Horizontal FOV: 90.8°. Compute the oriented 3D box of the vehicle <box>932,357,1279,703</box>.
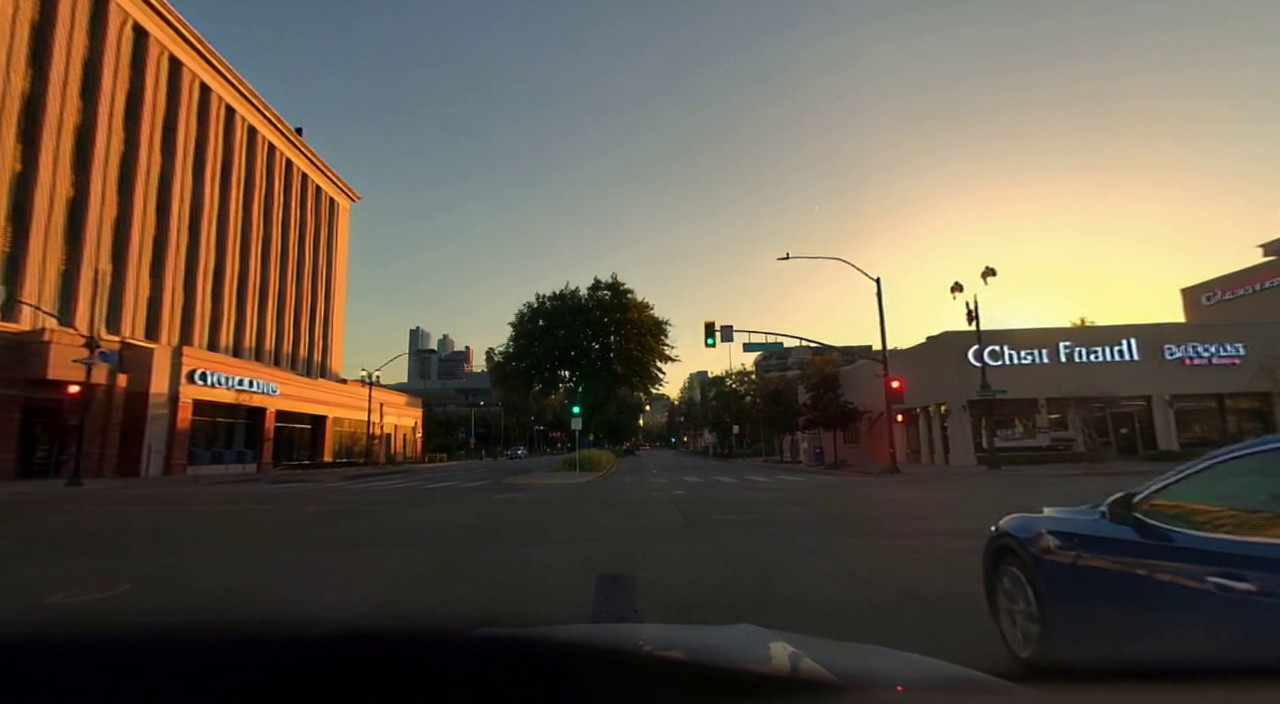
[{"bbox_3d":[3.078,0.819,1.867,2.015,1.641,4.995,0,-9,0],"label":"vehicle"}]
